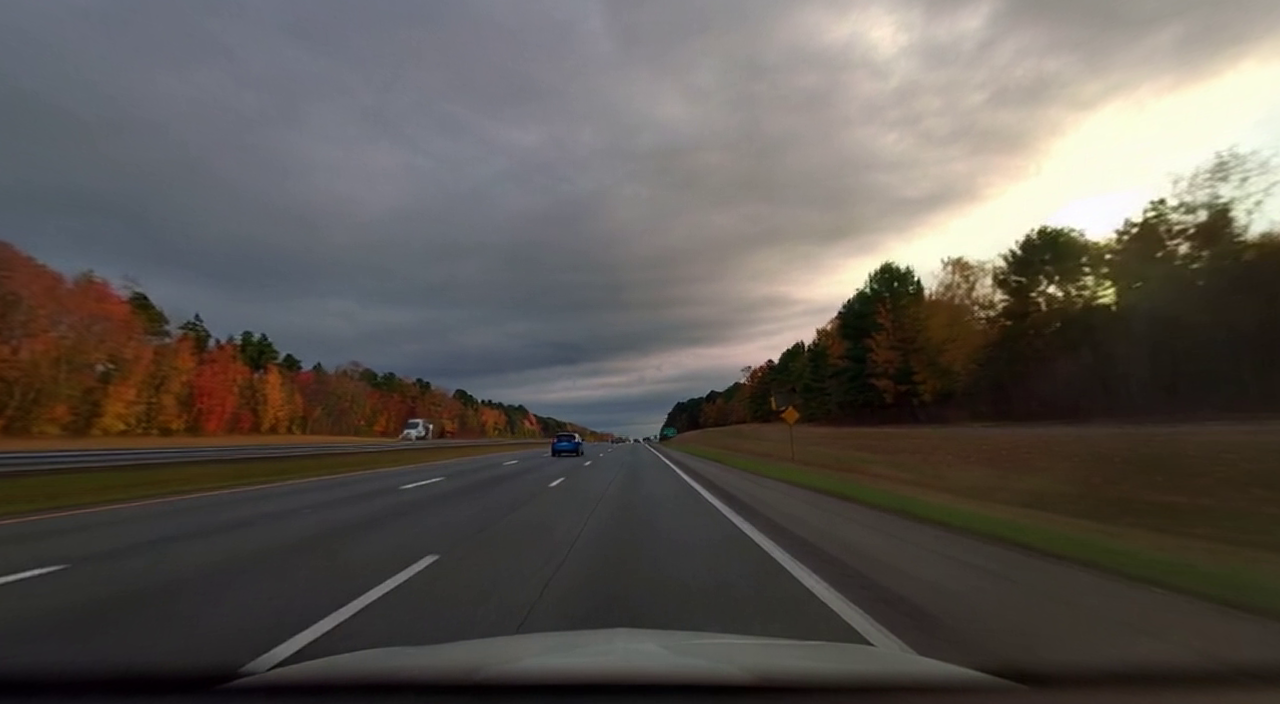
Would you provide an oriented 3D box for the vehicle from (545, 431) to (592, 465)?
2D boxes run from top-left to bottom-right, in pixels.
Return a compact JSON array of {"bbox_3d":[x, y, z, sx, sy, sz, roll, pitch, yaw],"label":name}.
[{"bbox_3d":[-3.714,5.087,33.564,2.057,1.666,4.552,0,-8,-1],"label":"vehicle"}]
